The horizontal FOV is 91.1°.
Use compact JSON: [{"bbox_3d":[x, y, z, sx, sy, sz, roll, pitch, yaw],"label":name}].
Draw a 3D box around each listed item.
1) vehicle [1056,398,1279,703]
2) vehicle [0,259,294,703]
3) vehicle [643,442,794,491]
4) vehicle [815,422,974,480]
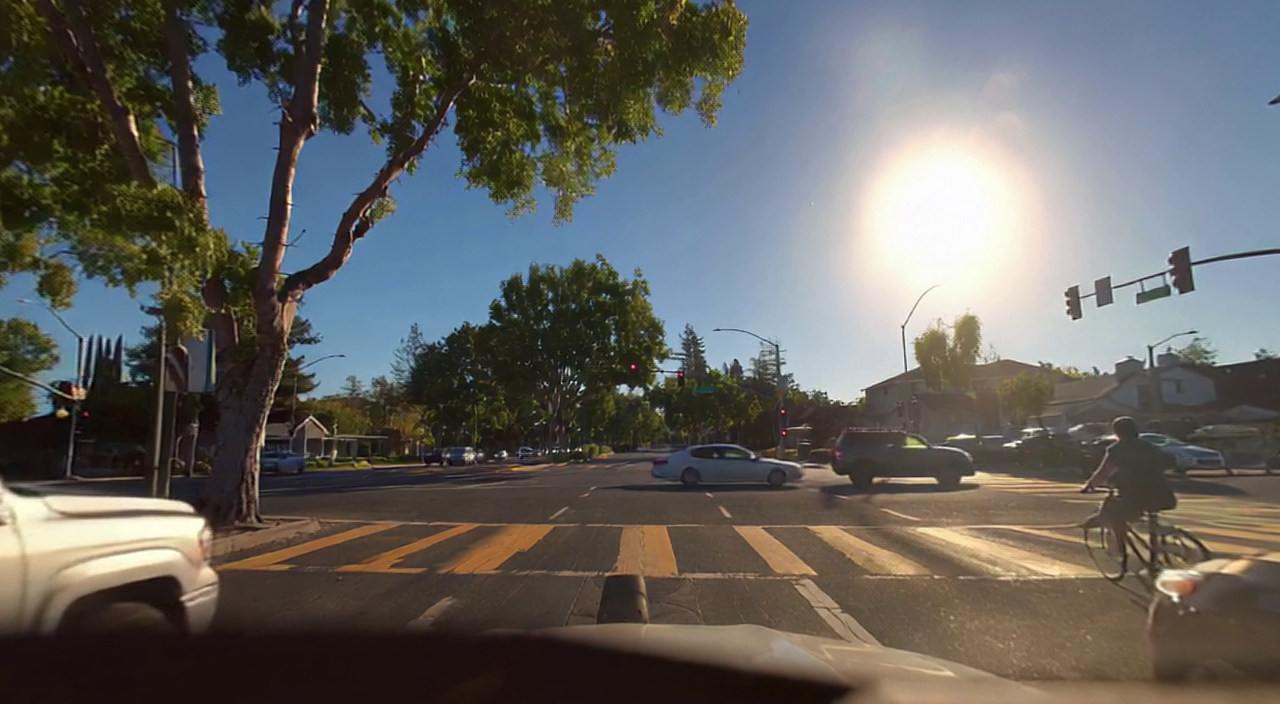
[{"bbox_3d":[3.096,0.714,0.897,1.990,1.454,4.490,0,-8,1],"label":"vehicle"},{"bbox_3d":[-3.259,0.523,1.274,2.231,1.898,4.985,0,-8,0],"label":"vehicle"},{"bbox_3d":[2.326,3.362,18.798,4.050,1.304,1.921,-5,-10,30],"label":"vehicle"},{"bbox_3d":[9.083,3.526,22.520,4.958,1.842,2.276,-5,-10,29],"label":"vehicle"}]
